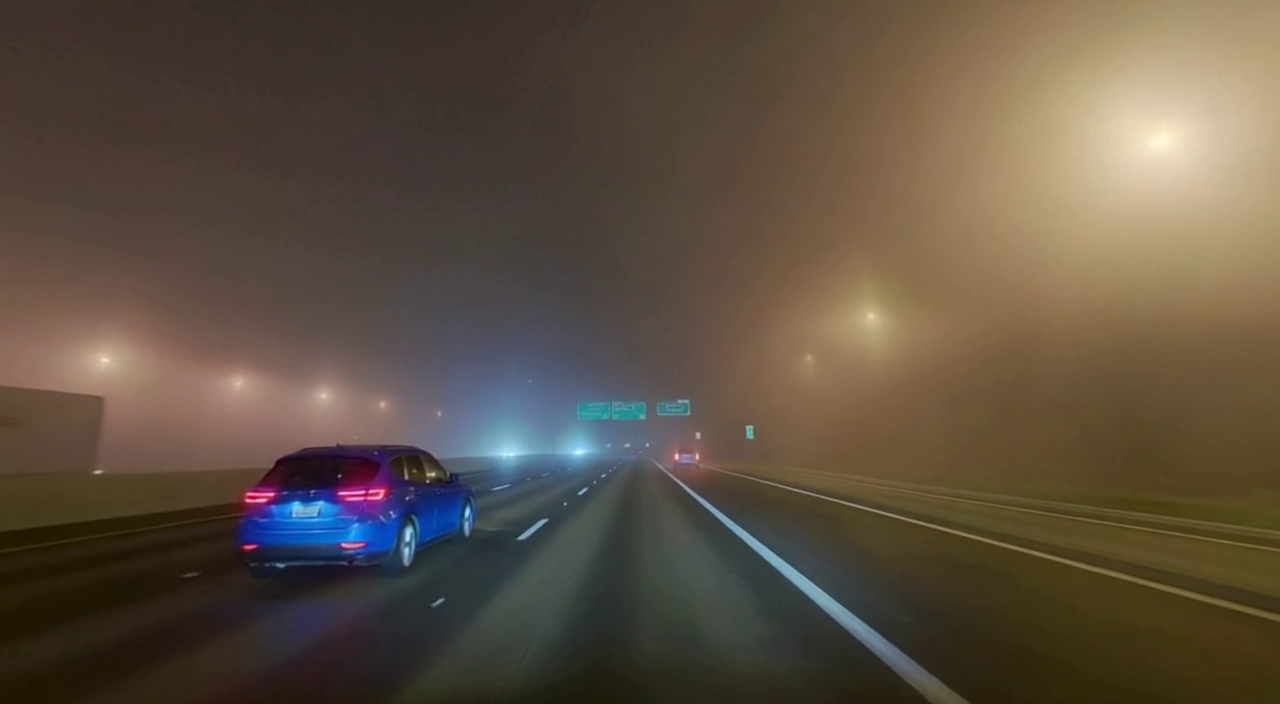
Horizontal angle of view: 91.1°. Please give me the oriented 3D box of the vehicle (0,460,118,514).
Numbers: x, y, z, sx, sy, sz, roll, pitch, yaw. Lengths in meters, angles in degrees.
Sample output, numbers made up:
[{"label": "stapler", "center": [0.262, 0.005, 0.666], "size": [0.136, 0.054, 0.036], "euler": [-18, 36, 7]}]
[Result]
[{"label": "vehicle", "center": [-18.694, 4.048, 19.150], "size": [1.843, 1.430, 4.316], "euler": [0, -9, 0]}]

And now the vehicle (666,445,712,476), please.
[{"label": "vehicle", "center": [2.542, 5.814, 33.881], "size": [2.055, 1.501, 4.321], "euler": [0, -9, -1]}]

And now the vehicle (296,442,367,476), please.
[{"label": "vehicle", "center": [-21.699, 7.532, 44.506], "size": [2.355, 2.198, 5.349], "euler": [0, -9, -1]}]

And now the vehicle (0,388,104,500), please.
[{"label": "vehicle", "center": [-23.036, 3.059, 20.923], "size": [2.827, 3.758, 8.343], "euler": [0, -9, 0]}]
